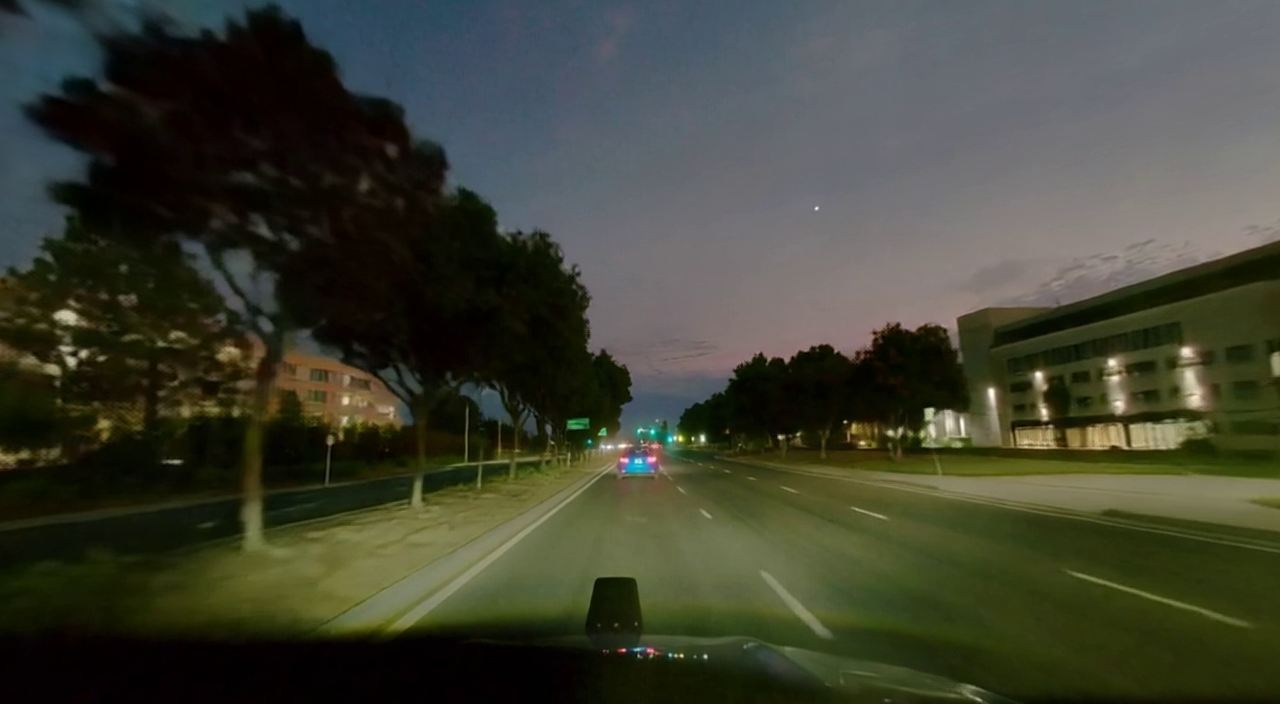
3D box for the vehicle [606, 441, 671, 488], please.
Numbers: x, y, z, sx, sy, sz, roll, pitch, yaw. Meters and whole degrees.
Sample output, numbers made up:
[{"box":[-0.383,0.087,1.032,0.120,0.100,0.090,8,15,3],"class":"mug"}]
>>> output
[{"box":[-0.078,3.915,22.371,2.042,1.479,4.601,0,-8,-1],"class":"vehicle"}]
